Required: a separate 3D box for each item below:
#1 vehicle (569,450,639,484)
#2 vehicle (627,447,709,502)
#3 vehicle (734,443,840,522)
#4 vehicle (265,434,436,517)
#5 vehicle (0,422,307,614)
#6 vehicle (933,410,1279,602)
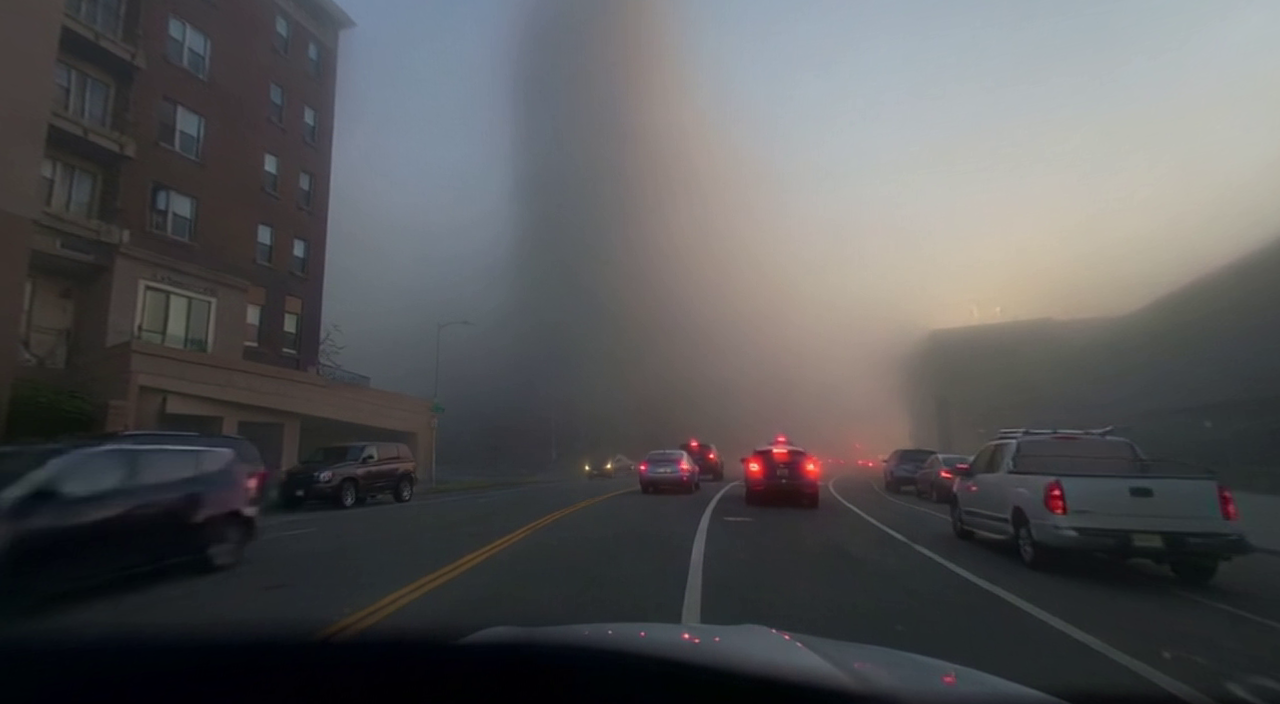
[{"bbox_3d":[-1.695,5.670,31.499,1.928,1.503,4.322,-3,-9,20],"label":"vehicle"},{"bbox_3d":[0.943,3.615,19.141,2.031,1.461,3.763,-1,-9,9],"label":"vehicle"},{"bbox_3d":[3.265,2.851,14.408,1.982,1.510,4.144,-2,-9,11],"label":"vehicle"},{"bbox_3d":[-7.749,3.290,17.421,1.934,1.770,4.546,-9,-9,10],"label":"vehicle"},{"bbox_3d":[-6.037,1.592,6.714,2.086,1.565,4.281,-2,-9,11],"label":"vehicle"},{"bbox_3d":[5.561,1.791,8.335,2.088,1.775,4.454,-2,-9,13],"label":"vehicle"}]
